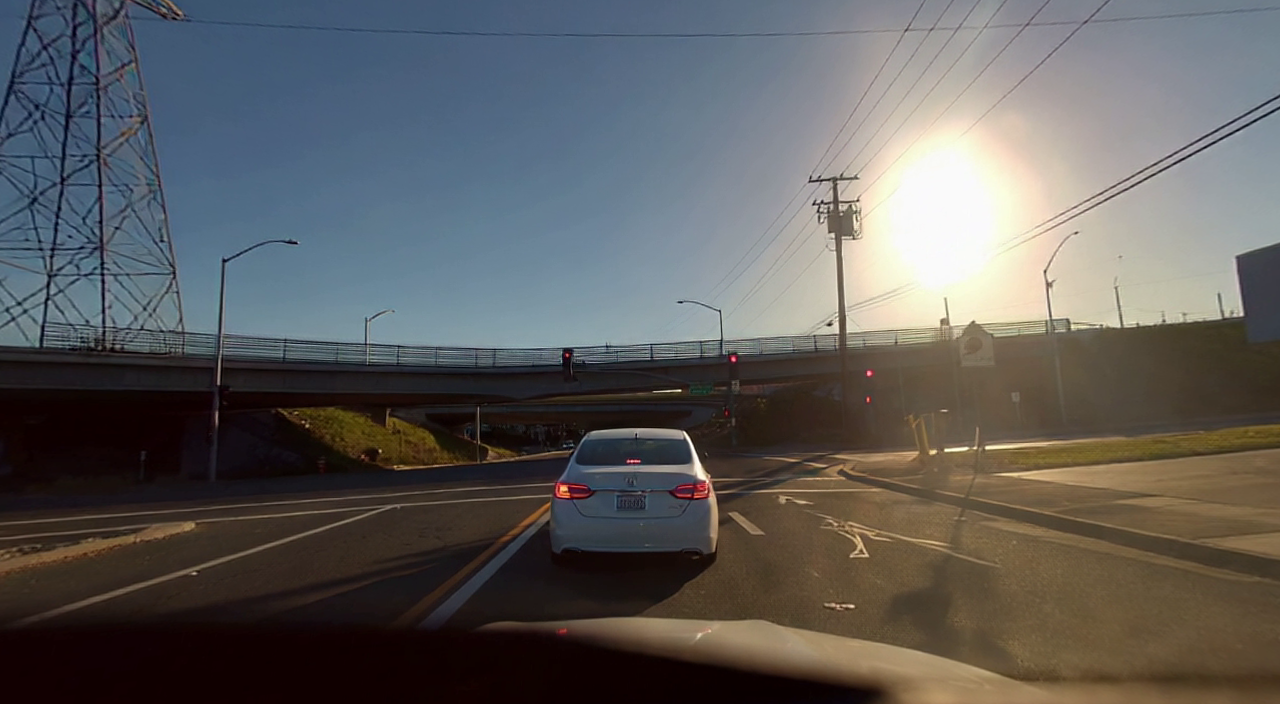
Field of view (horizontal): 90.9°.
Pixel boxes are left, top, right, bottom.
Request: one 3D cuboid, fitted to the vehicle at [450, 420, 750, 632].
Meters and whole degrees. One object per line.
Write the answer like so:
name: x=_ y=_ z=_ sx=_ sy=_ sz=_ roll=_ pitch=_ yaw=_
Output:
vehicle: x=-0.243 y=1.526 z=6.477 sx=2.090 sy=1.458 sz=4.033 roll=-1 pitch=-9 yaw=1
